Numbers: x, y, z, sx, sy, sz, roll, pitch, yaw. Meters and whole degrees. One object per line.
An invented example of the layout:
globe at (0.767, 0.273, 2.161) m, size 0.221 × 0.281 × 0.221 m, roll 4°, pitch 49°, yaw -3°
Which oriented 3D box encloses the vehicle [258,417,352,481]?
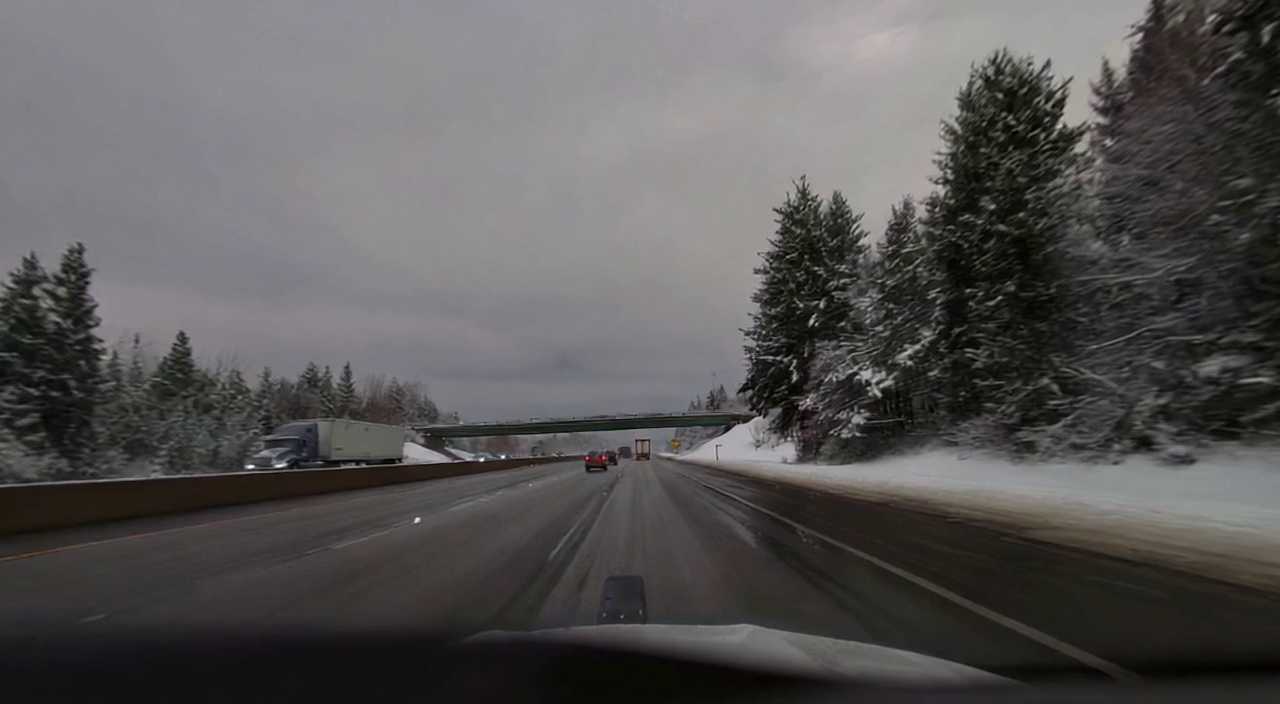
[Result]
vehicle at (-22.444, 6.582, 42.693) m, size 2.983 × 3.987 × 5.851 m, roll 0°, pitch -9°, yaw -1°
